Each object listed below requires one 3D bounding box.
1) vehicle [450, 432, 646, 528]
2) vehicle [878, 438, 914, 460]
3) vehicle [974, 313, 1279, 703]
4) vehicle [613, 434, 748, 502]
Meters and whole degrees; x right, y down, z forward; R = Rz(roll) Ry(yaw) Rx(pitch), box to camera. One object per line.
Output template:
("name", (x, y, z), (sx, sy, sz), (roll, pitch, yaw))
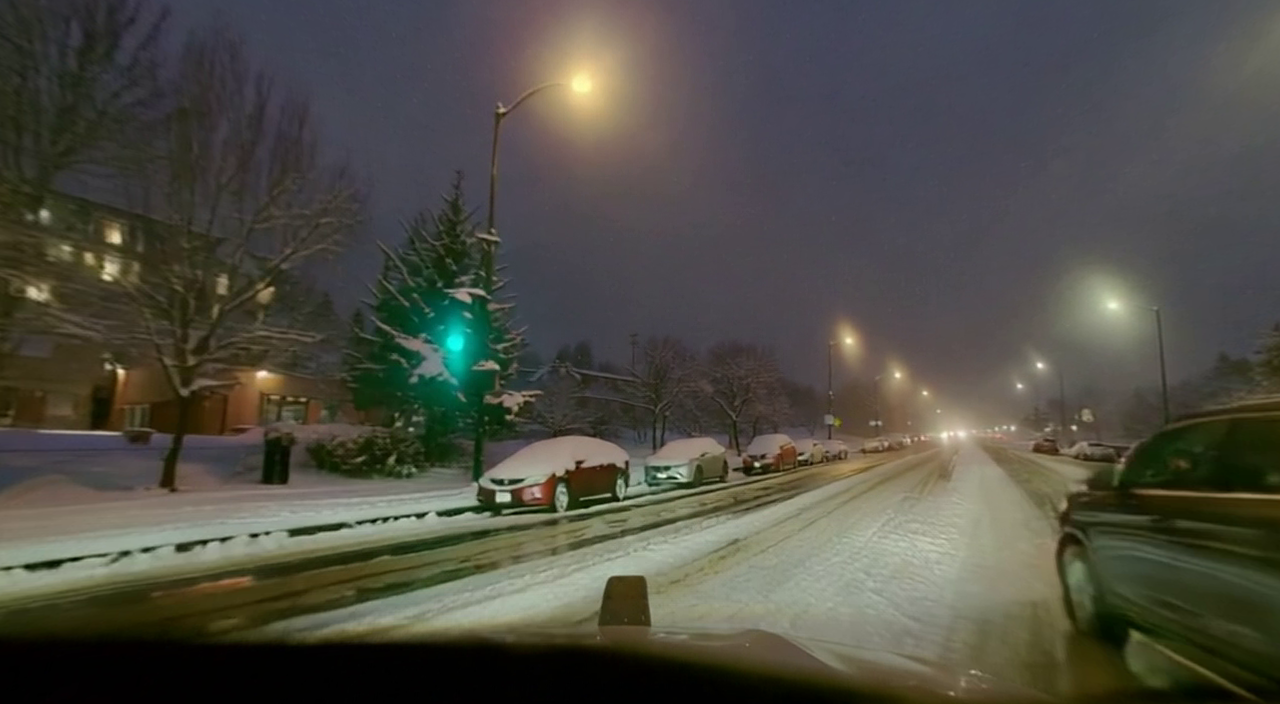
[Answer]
("vehicle", (-1.669, 2.526, 13.150), (1.922, 1.628, 4.291), (-4, -9, 26))
("vehicle", (18.039, 6.800, 44.311), (1.852, 1.465, 4.092), (-4, -9, 27))
("vehicle", (3.821, 0.735, 2.119), (2.411, 1.899, 5.993), (0, -8, 3))
("vehicle", (1.345, 3.249, 18.251), (2.179, 1.658, 4.765), (-4, -9, 27))
